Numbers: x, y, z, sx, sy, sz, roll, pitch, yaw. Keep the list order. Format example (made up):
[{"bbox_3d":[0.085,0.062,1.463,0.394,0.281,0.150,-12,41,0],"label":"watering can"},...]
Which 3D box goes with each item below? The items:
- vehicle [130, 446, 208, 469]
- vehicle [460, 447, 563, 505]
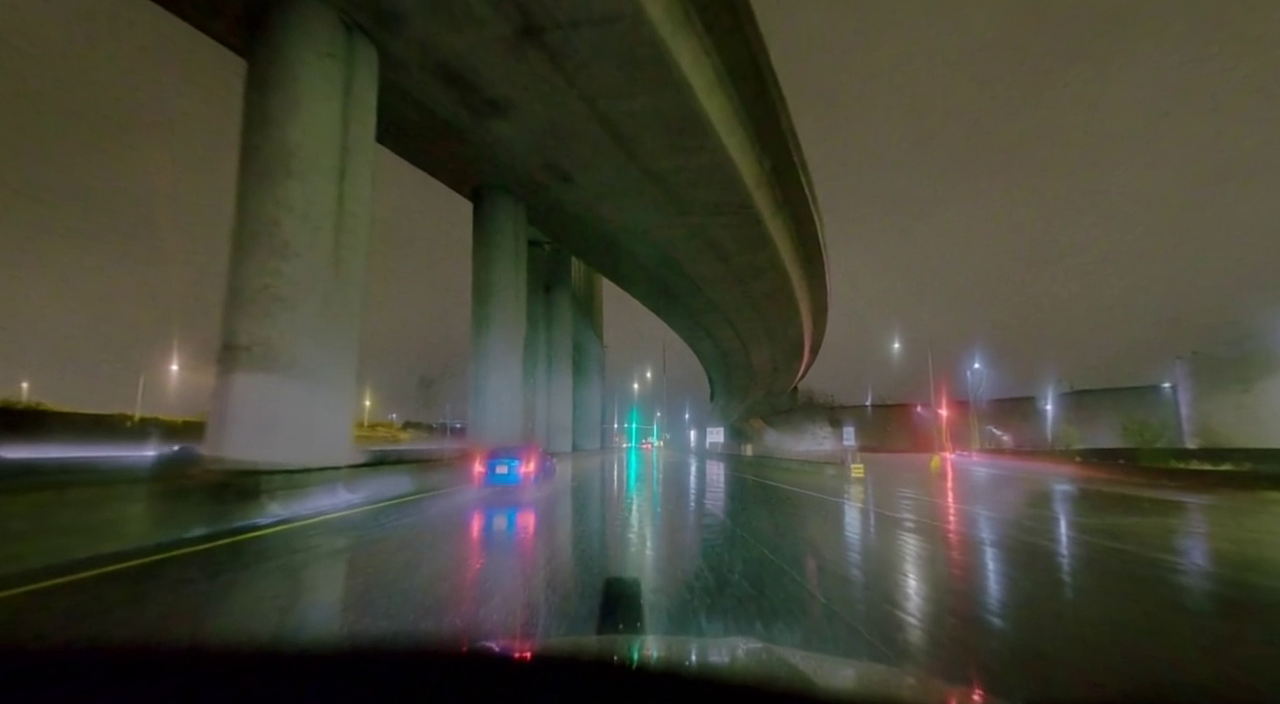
[{"bbox_3d":[-33.946,7.585,45.528,1.882,1.521,4.666,0,-9,2],"label":"vehicle"},{"bbox_3d":[-3.590,3.533,18.442,2.044,1.478,4.114,0,-9,1],"label":"vehicle"}]
